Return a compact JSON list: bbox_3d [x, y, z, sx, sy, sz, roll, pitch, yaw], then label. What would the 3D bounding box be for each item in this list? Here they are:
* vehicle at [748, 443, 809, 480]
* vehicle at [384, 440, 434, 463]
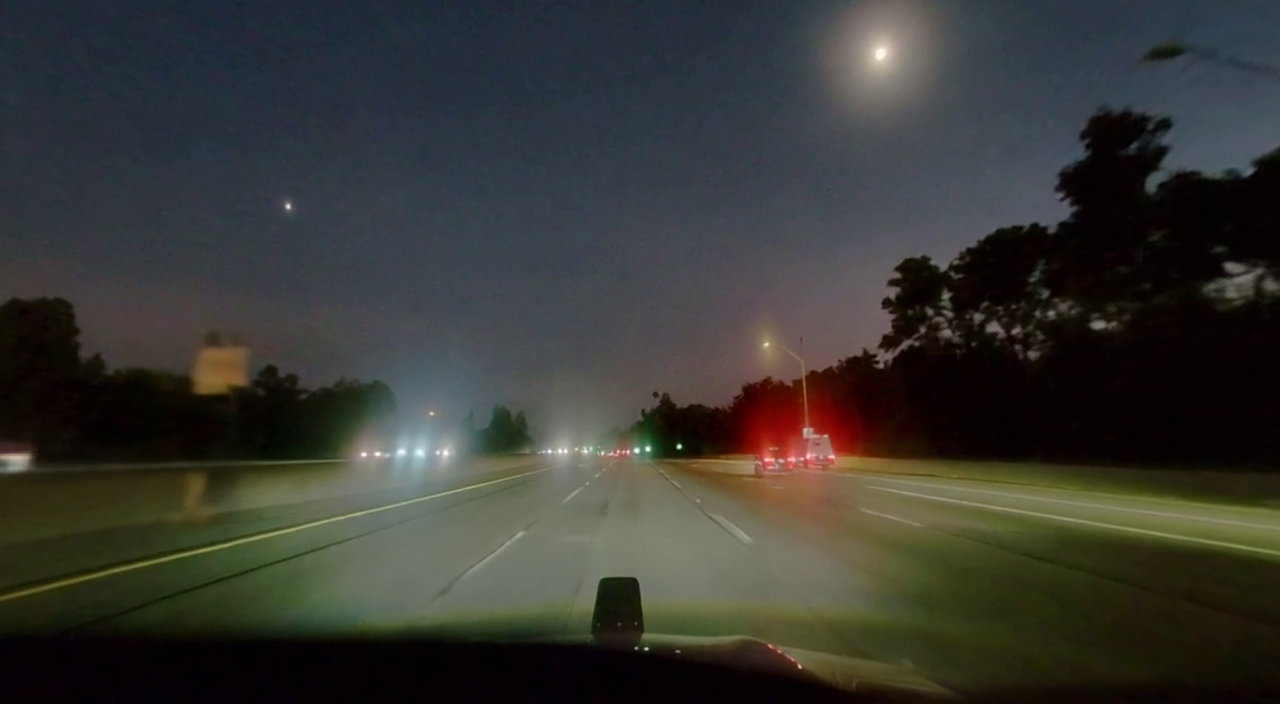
[{"bbox_3d":[6.834,5.433,31.634,2.081,1.705,3.926,1,-9,-1],"label":"vehicle"},{"bbox_3d":[-17.774,7.691,48.902,2.118,1.625,4.530,0,-9,0],"label":"vehicle"}]
